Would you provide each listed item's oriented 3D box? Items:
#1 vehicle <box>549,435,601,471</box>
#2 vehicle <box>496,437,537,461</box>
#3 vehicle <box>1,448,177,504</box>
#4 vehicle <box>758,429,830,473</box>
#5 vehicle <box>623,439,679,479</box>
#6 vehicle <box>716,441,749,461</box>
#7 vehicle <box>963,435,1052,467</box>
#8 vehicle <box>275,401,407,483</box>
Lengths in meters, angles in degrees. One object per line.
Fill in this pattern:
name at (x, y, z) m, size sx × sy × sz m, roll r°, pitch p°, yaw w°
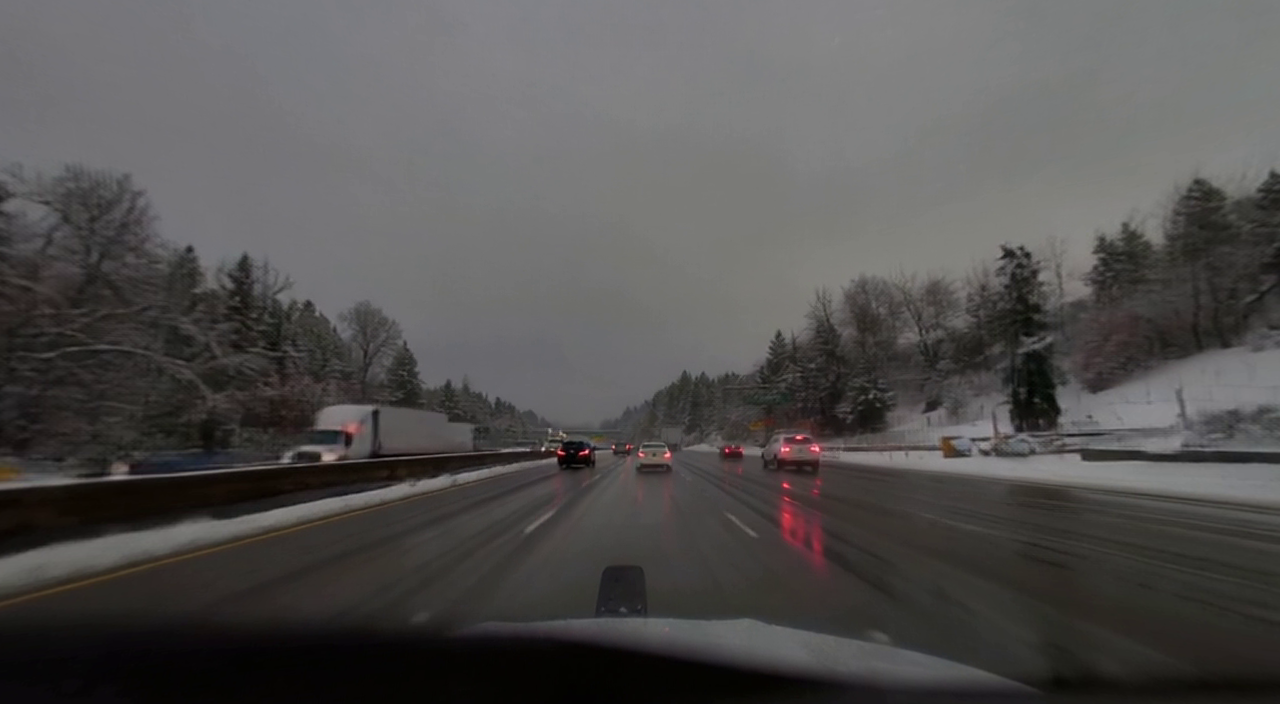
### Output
vehicle at (-3.286, 5.230, 32.731) m, size 2.140 × 1.720 × 4.410 m, roll 0°, pitch -9°, yaw 1°
vehicle at (-9.039, 7.148, 46.440) m, size 1.969 × 1.668 × 4.739 m, roll -1°, pitch -9°, yaw 1°
vehicle at (-19.596, 4.372, 22.801) m, size 1.973 × 1.775 × 4.772 m, roll 0°, pitch -9°, yaw 1°
vehicle at (7.265, 4.752, 30.334) m, size 2.094 × 1.916 × 5.099 m, roll 0°, pitch -9°, yaw 0°
vehicle at (0.422, 4.328, 25.685) m, size 2.071 × 1.464 × 4.162 m, roll 0°, pitch -9°, yaw 0°
vehicle at (7.270, 7.836, 49.967) m, size 1.894 × 1.511 × 4.148 m, roll 0°, pitch -9°, yaw -1°
vehicle at (20.731, 5.615, 35.862) m, size 1.912 × 1.652 × 4.601 m, roll 1°, pitch -9°, yaw -6°
vehicle at (-15.979, 4.949, 34.696) m, size 3.004 × 3.919 × 8.546 m, roll 0°, pitch -9°, yaw 0°
